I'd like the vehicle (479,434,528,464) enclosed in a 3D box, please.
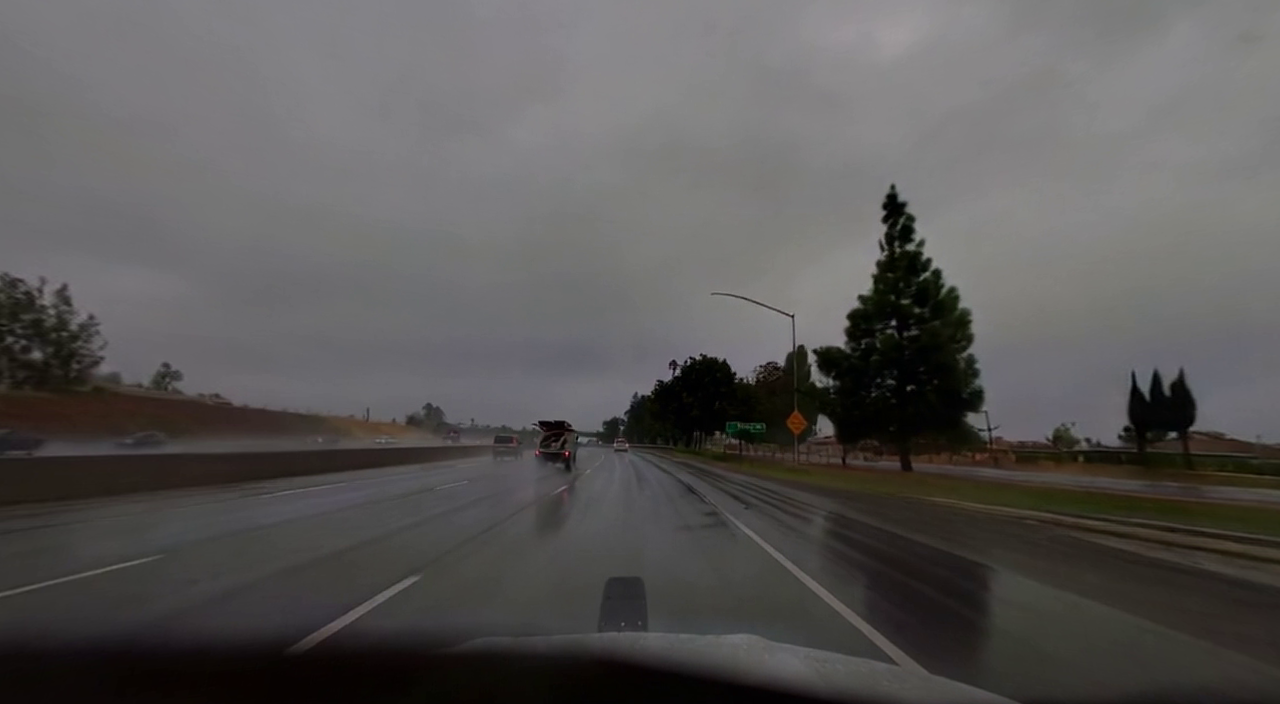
[{"bbox_3d":[-8.423,6.072,39.232,2.078,1.729,4.722,0,-8,-1],"label":"vehicle"}]

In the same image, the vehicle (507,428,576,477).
[{"bbox_3d":[-3.739,3.902,24.517,2.194,1.766,3.720,0,-8,-2],"label":"vehicle"}]
